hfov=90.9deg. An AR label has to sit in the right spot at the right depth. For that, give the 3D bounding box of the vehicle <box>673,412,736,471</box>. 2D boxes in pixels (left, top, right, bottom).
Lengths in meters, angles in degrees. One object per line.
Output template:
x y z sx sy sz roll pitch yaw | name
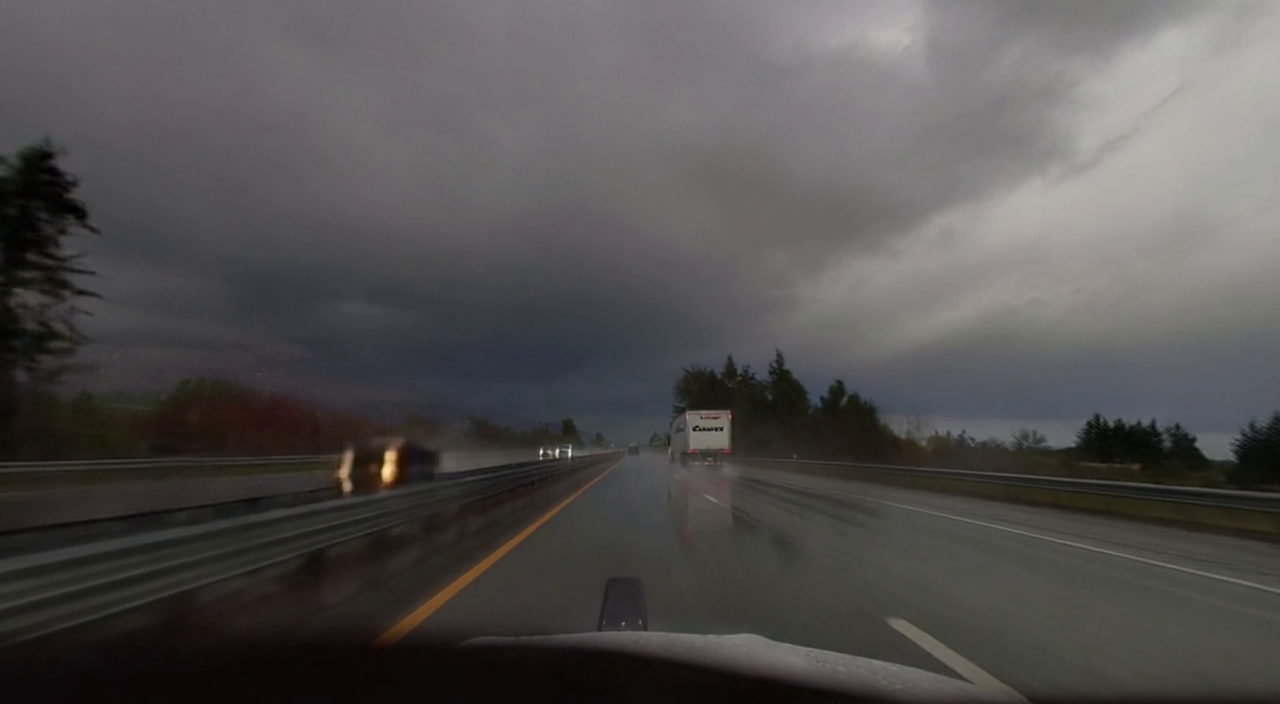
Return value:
4.078 6.155 42.858 2.876 3.419 11.591 0 -9 -1 | vehicle

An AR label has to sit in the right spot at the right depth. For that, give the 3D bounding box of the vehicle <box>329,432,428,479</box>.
-9.048 3.612 22.188 1.835 1.494 3.900 0 -9 -1 | vehicle
